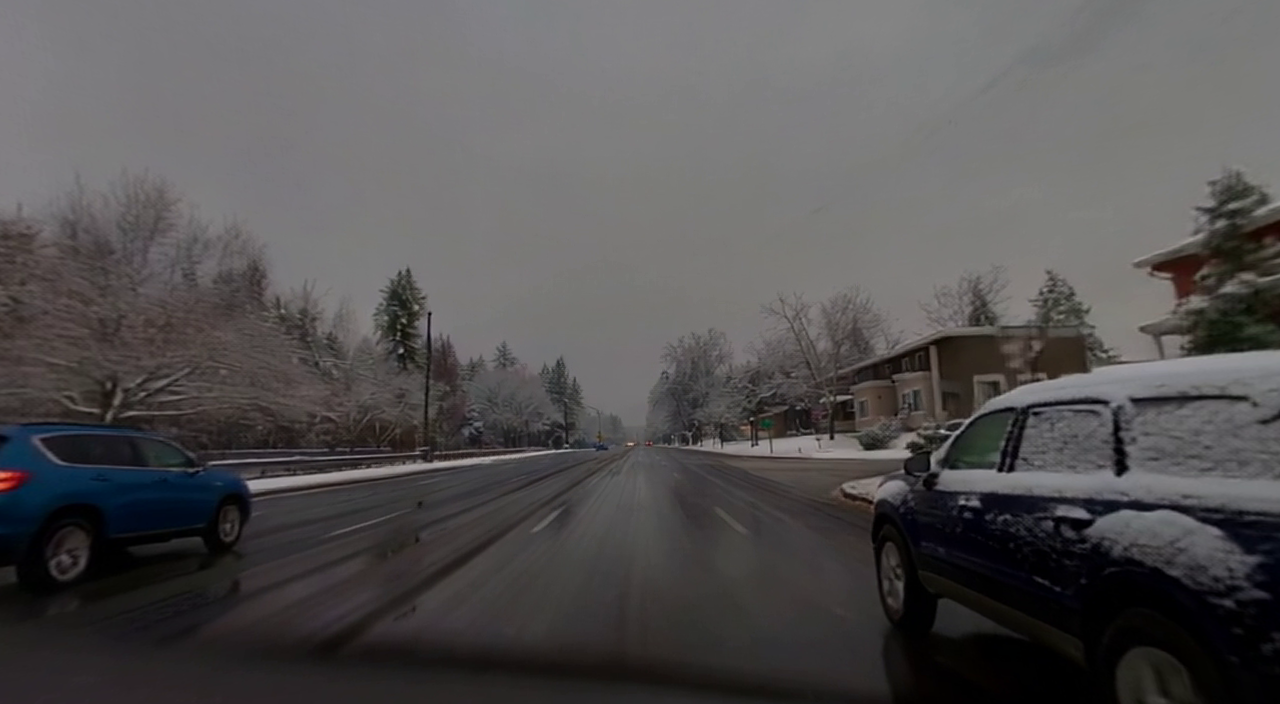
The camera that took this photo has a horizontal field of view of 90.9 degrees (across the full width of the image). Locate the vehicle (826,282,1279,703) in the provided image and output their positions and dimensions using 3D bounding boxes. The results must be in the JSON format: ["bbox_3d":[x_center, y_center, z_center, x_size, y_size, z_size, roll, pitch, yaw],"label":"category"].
[{"bbox_3d":[2.879,0.979,3.802,2.047,1.768,4.607,0,-9,-1],"label":"vehicle"}]

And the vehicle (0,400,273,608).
[{"bbox_3d":[-6.323,1.474,6.637,2.069,1.690,4.837,0,-9,-1],"label":"vehicle"}]
